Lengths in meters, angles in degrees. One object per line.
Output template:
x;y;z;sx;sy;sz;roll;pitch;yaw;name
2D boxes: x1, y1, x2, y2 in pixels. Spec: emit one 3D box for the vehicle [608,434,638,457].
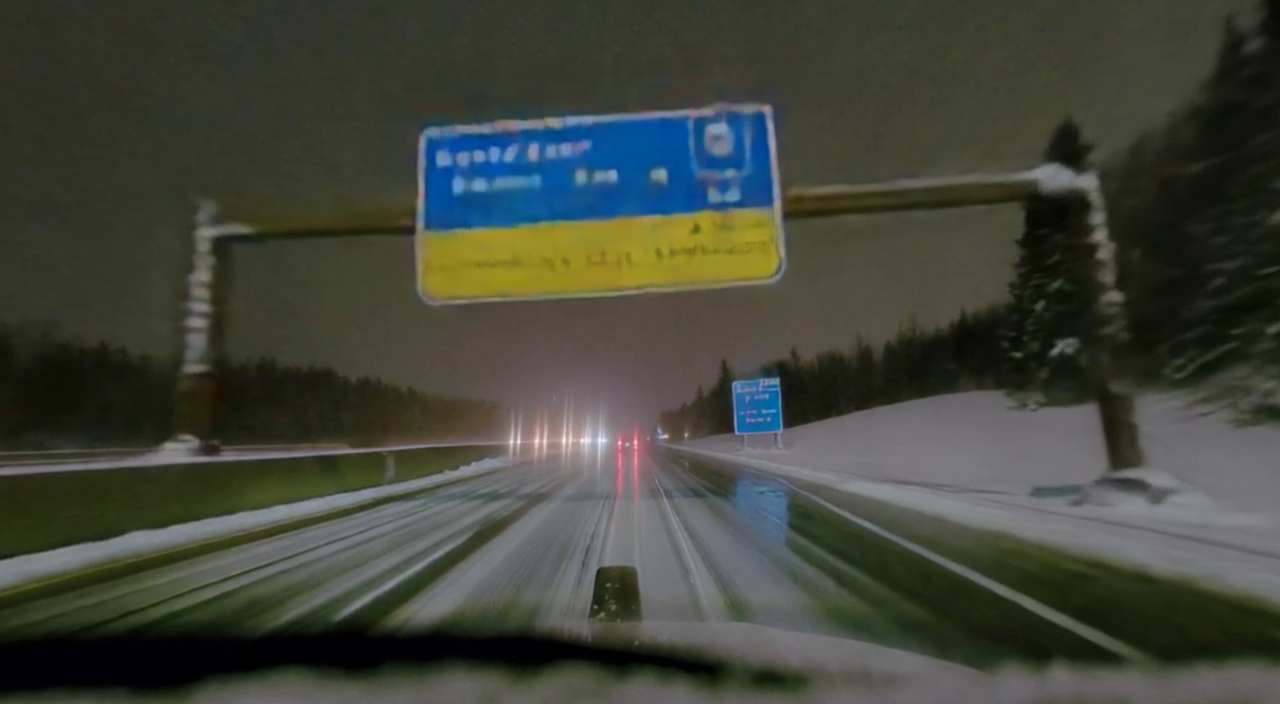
-1.164;6.577;44.245;2.025;1.519;3.924;0;-8;-1;vehicle
